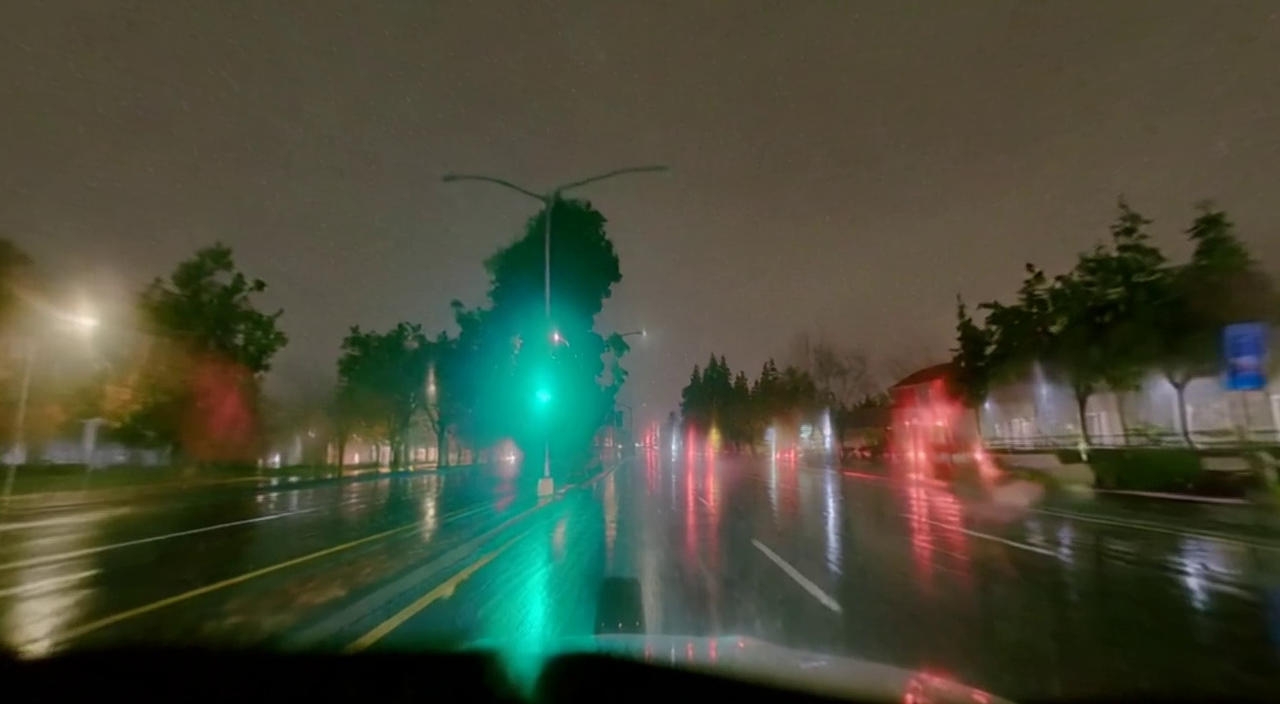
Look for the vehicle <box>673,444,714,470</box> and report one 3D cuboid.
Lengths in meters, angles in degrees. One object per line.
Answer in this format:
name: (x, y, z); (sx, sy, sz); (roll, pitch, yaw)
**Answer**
vehicle: (3.276, 6.486, 39.177); (2.015, 1.479, 4.444); (0, -9, -2)
